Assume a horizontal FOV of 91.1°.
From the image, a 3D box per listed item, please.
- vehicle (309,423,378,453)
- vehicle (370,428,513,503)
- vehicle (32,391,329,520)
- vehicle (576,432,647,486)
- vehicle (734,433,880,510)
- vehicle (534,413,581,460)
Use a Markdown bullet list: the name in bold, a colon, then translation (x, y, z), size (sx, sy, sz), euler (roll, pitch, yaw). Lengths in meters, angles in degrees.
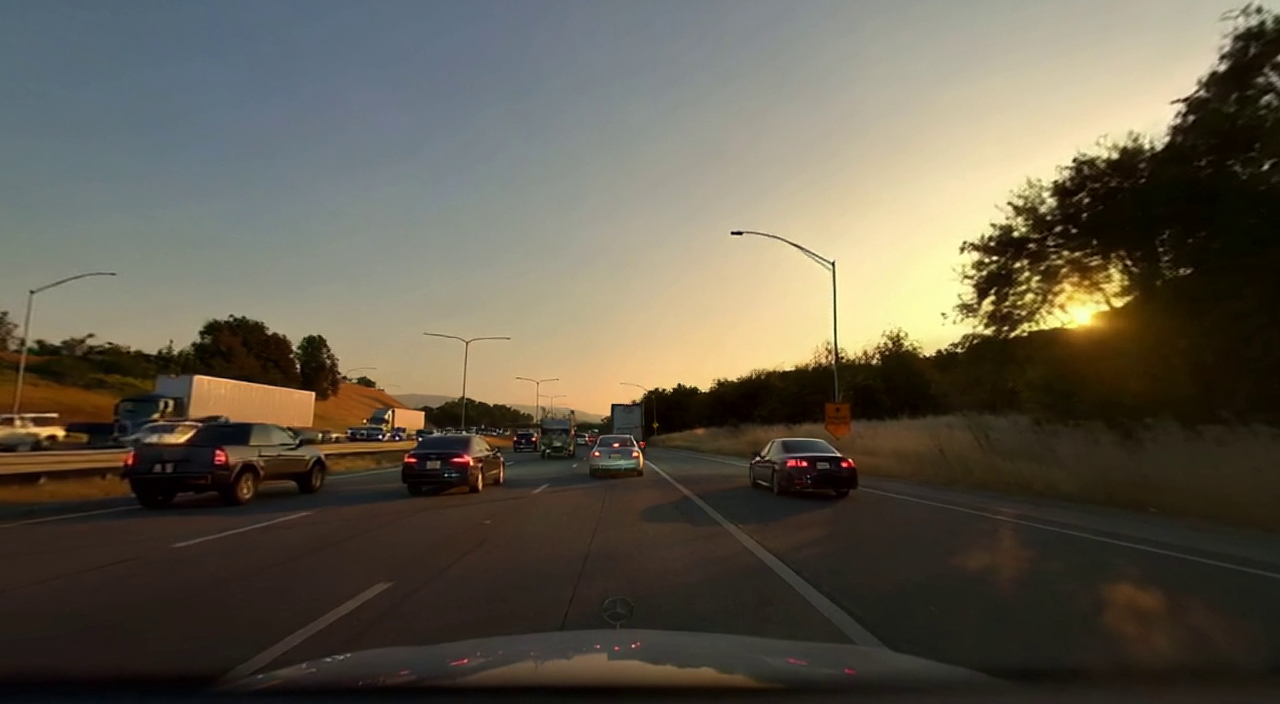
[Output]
- **vehicle**: translation (-16.024, 4.676, 34.251), size (1.831, 1.512, 4.273), euler (0, -8, -2)
- **vehicle**: translation (-4.475, 2.610, 14.992), size (2.046, 1.493, 4.384), euler (0, -8, -1)
- **vehicle**: translation (-8.181, 1.892, 11.977), size (2.158, 1.943, 4.662), euler (0, -8, -1)
- **vehicle**: translation (-0.859, 3.257, 19.506), size (1.980, 1.478, 3.758), euler (0, -8, -2)
- **vehicle**: translation (3.583, 2.620, 14.467), size (1.981, 1.474, 4.396), euler (0, -8, -2)
- **vehicle**: translation (-4.972, 5.218, 38.685), size (2.303, 2.610, 6.579), euler (0, -8, -3)
